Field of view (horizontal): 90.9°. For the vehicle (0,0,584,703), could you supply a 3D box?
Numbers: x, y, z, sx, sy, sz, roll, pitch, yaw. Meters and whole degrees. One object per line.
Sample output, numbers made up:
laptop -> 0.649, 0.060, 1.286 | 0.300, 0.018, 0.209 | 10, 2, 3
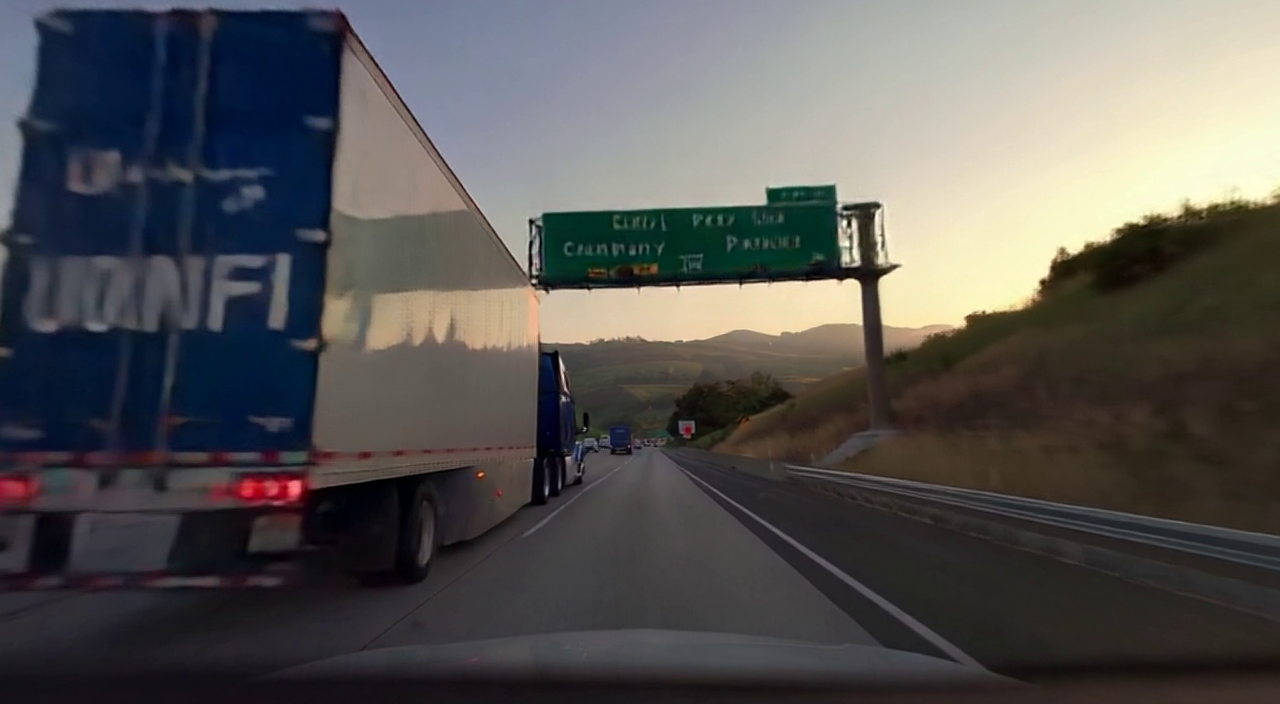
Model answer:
vehicle -> -3.249, 0.688, 10.260 | 3.202, 4.352, 16.251 | 0, -8, 0
